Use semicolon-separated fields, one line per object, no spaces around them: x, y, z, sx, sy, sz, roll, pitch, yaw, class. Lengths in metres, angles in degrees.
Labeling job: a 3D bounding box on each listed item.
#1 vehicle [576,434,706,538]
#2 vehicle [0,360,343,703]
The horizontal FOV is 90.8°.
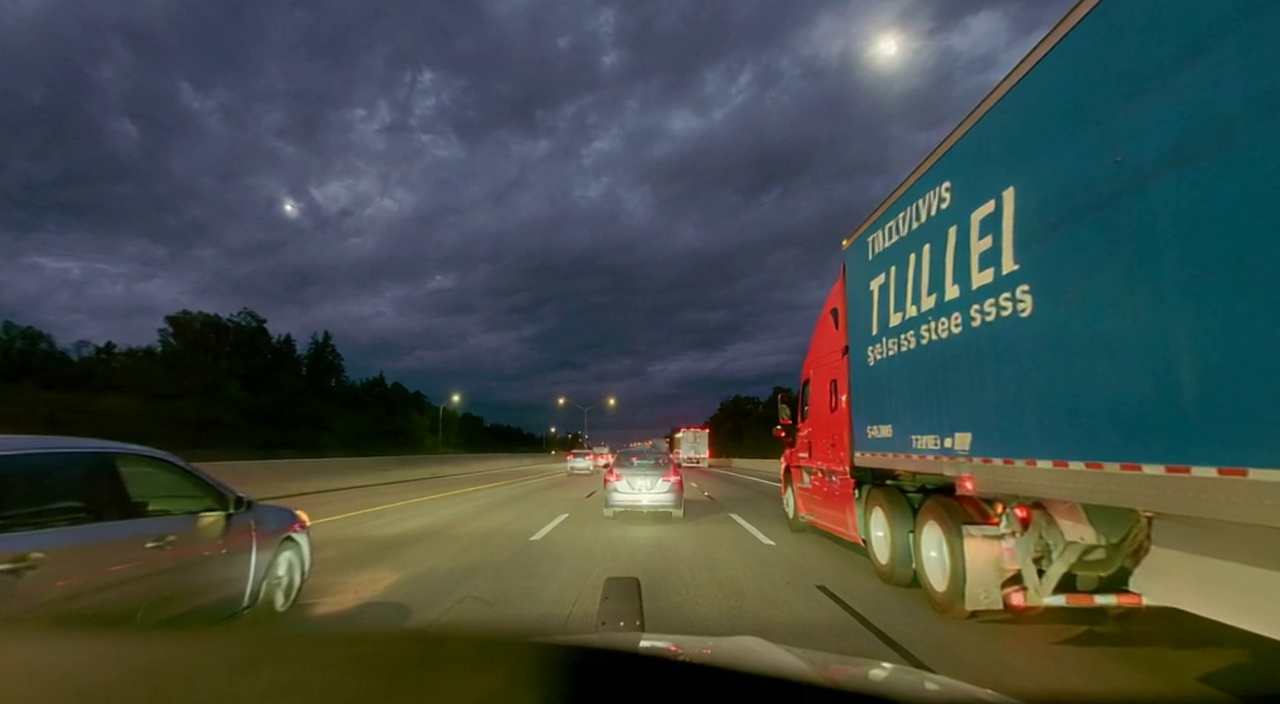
0.005;2.324;11.444;1.973;1.574;3.426;0;-9;0;vehicle
-3.477;0.936;2.825;1.985;1.671;4.604;0;-9;1;vehicle
